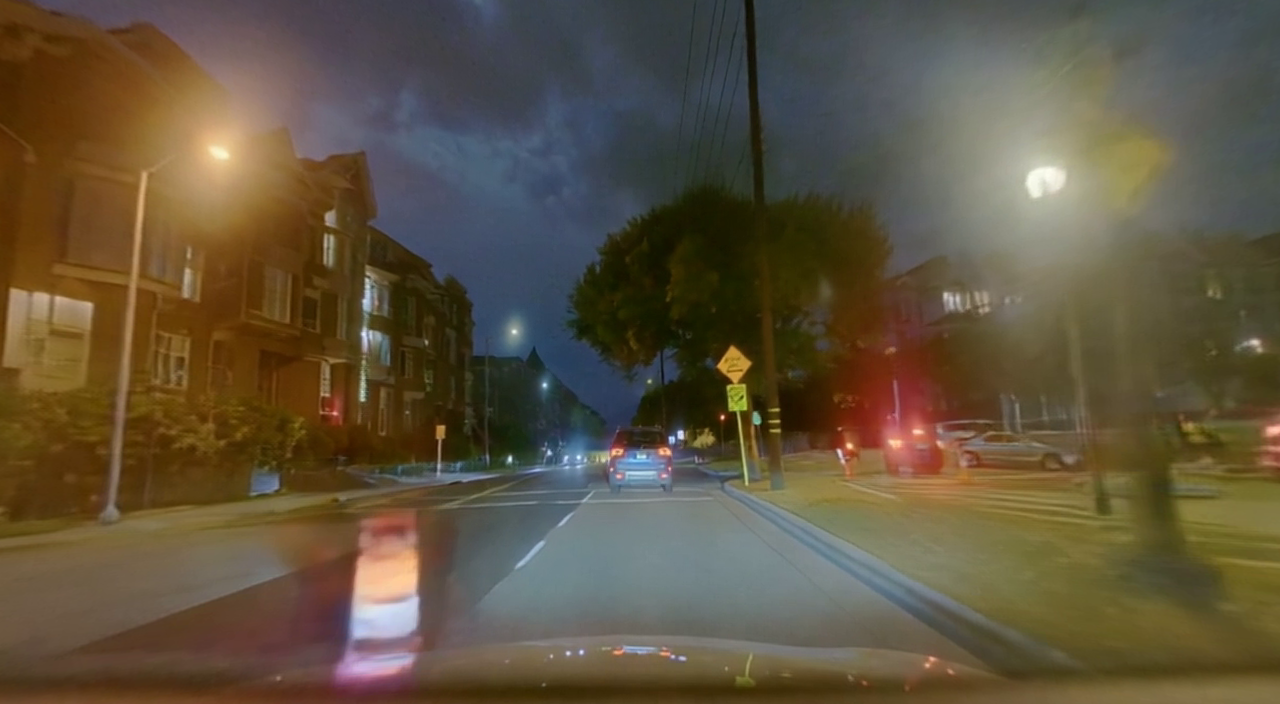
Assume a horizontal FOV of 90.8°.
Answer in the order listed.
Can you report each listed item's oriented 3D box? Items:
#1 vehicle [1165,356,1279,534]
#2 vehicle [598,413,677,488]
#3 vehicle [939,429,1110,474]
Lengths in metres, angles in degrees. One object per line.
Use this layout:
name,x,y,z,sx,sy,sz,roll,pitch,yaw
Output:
vehicle,9.606,0.906,6.548,2.253,2.306,6.753,0,-10,-2
vehicle,-0.106,3.079,19.903,2.169,2.015,5.206,0,-8,-1
vehicle,13.117,3.431,21.842,4.567,1.448,1.890,-1,-8,8
